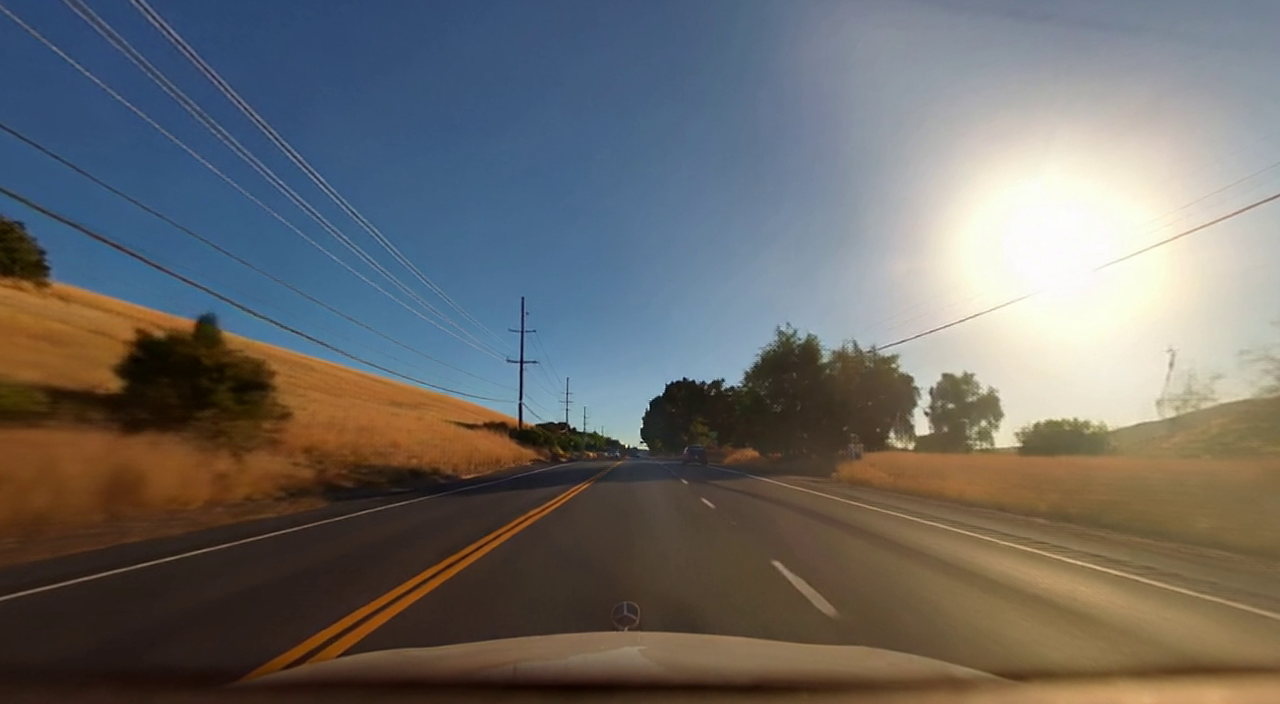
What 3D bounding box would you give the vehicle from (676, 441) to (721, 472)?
[{"bbox_3d":[3.321,6.030,36.623,2.135,1.692,4.185,0,-9,-2],"label":"vehicle"}]
